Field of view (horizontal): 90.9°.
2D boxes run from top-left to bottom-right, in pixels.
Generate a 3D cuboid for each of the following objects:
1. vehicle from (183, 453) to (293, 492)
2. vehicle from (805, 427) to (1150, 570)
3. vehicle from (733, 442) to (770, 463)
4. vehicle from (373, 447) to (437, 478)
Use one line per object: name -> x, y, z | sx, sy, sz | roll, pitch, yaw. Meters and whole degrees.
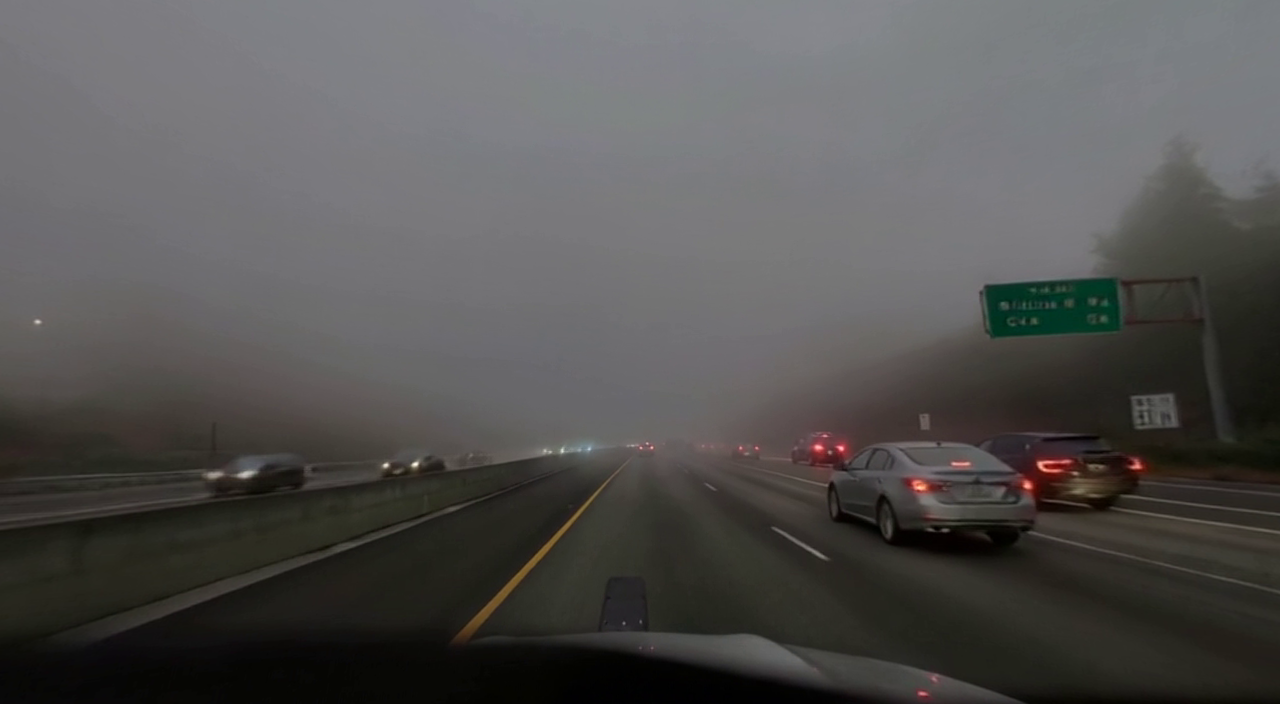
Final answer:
vehicle -> -17.462, 5.222, 27.737 | 1.882, 1.477, 4.563 | 0, -9, -1
vehicle -> 4.233, 1.924, 9.239 | 2.223, 1.483, 5.075 | 0, -9, 0
vehicle -> 8.152, 7.421, 46.567 | 1.919, 1.476, 4.303 | 0, -9, -1
vehicle -> -12.839, 6.022, 34.727 | 1.875, 1.591, 4.102 | 0, -9, 0
